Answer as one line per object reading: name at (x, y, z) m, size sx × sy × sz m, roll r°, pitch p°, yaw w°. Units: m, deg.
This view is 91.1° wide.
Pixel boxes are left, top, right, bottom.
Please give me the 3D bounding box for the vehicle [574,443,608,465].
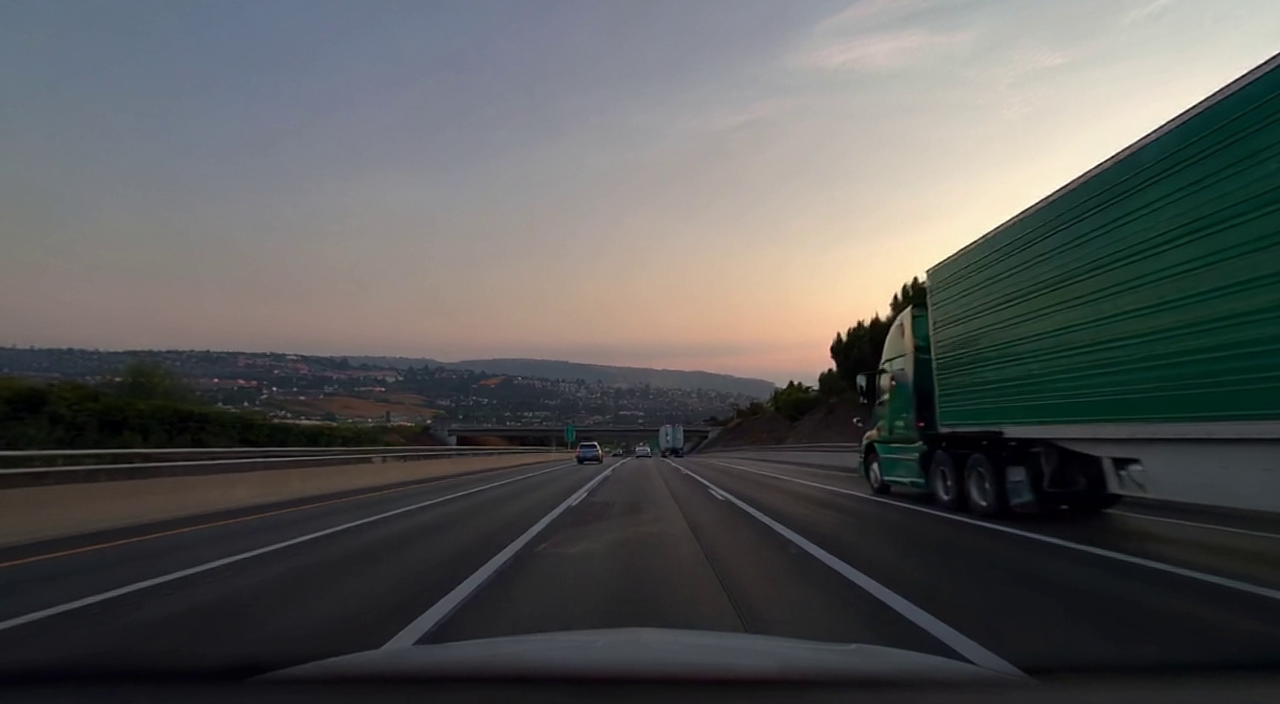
vehicle at (-3.649, 7.676, 47.597) m, size 2.113 × 1.548 × 4.532 m, roll 0°, pitch -8°, yaw 2°
